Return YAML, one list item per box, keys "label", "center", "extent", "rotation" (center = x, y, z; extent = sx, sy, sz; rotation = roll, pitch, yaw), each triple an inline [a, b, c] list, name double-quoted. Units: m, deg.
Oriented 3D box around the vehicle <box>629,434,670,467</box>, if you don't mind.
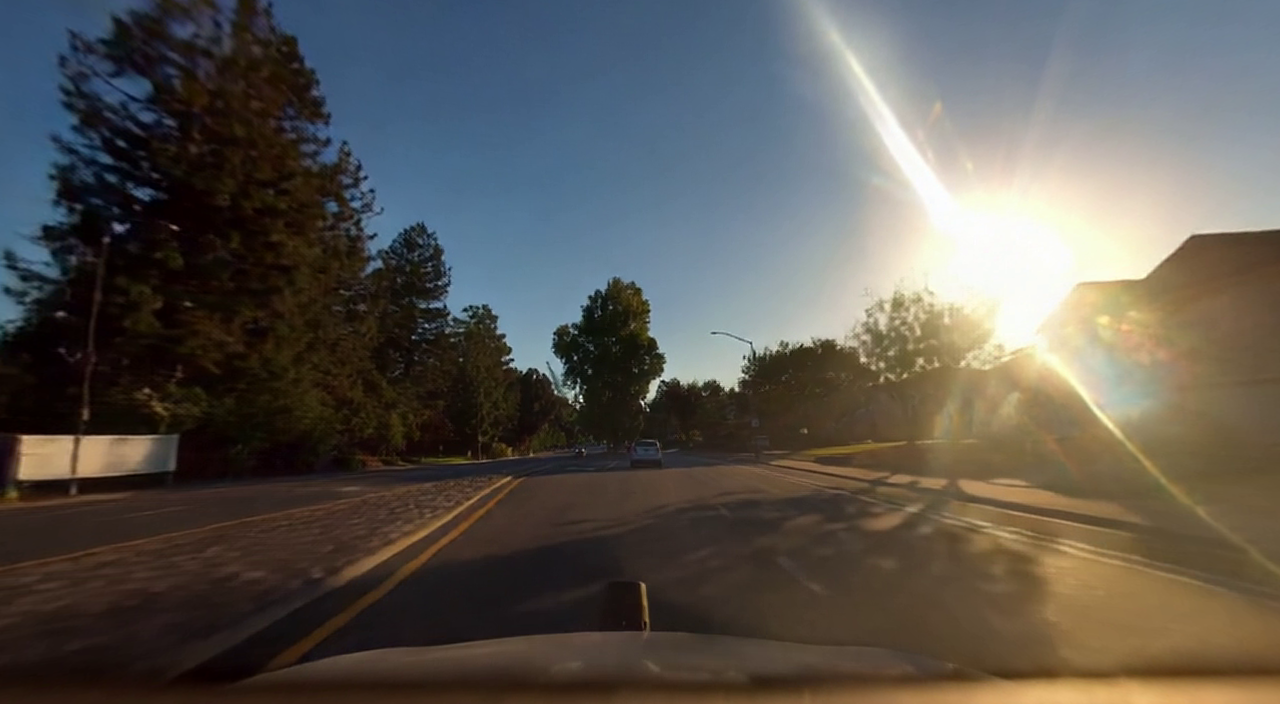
- label: "vehicle"
  center: [0.494, 5.741, 36.762]
  extent: [2.165, 1.783, 4.391]
  rotation: [0, -8, -2]
